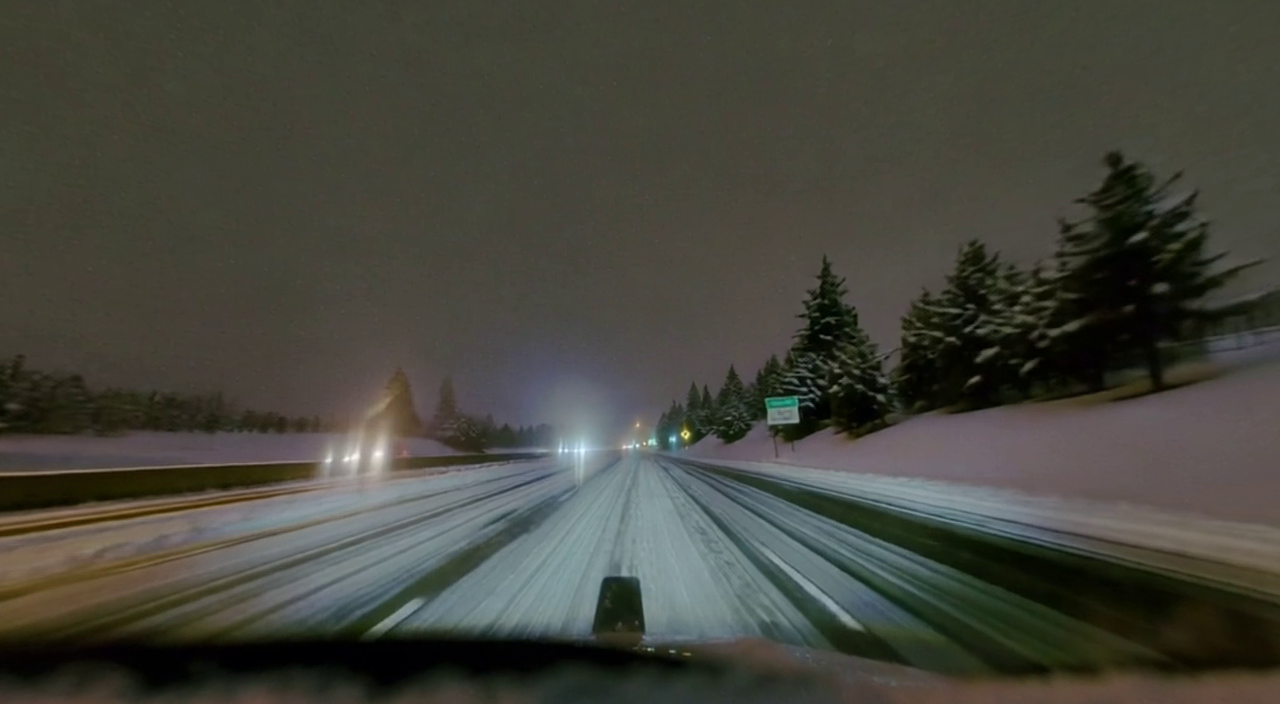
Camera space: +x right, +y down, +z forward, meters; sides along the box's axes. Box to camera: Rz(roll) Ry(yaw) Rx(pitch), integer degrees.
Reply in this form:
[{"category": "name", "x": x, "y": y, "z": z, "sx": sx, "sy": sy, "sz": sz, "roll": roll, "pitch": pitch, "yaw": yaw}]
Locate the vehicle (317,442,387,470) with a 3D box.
[{"category": "vehicle", "x": -17.314, "y": 6.274, "z": 38.250, "sx": 1.948, "sy": 1.531, "sz": 4.783, "roll": 0, "pitch": -9, "yaw": 0}]
